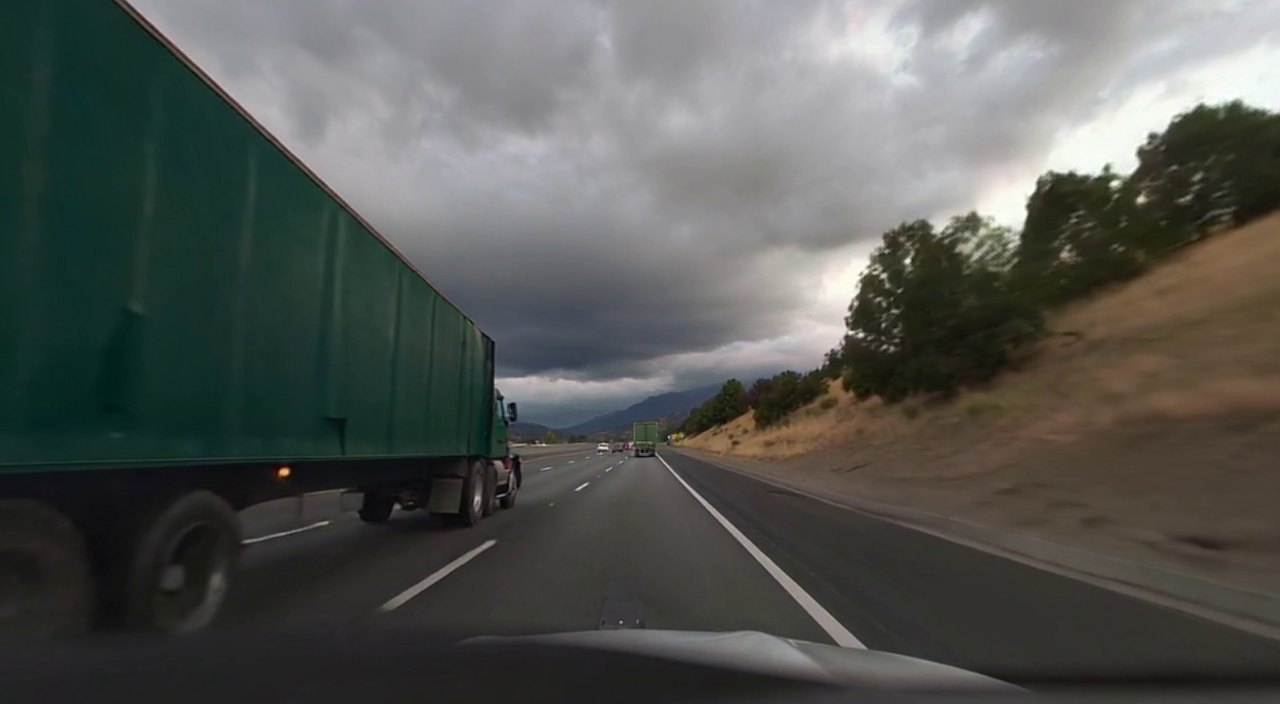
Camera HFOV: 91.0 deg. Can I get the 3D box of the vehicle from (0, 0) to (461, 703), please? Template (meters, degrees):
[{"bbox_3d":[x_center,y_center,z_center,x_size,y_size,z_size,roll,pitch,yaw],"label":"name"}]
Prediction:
[{"bbox_3d":[-3.722,0.124,2.776,2.789,3.271,10.894,1,-9,-1],"label":"vehicle"}]
